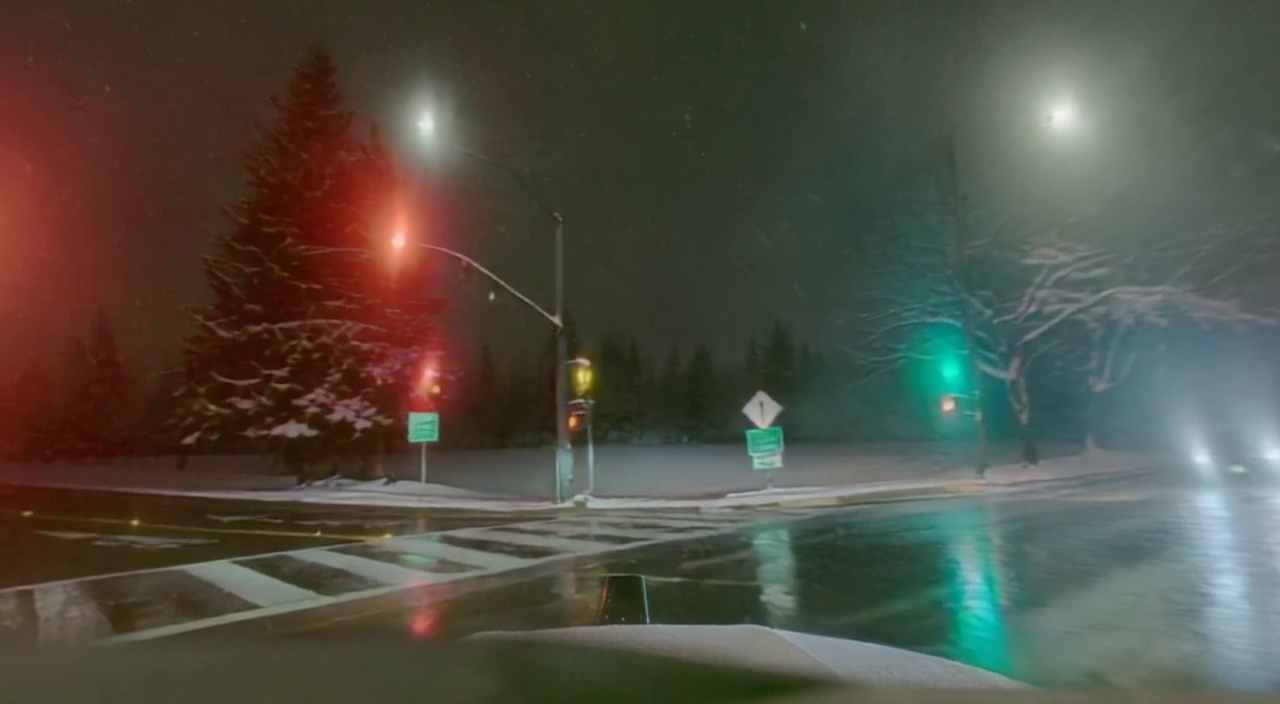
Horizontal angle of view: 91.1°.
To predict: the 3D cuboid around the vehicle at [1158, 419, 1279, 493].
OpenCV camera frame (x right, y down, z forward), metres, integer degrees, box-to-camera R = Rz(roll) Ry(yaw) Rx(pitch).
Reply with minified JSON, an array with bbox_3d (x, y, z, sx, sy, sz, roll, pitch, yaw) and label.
[{"bbox_3d":[14.201,2.414,14.836,4.293,1.504,2.029,6,-11,-38],"label":"vehicle"}]
